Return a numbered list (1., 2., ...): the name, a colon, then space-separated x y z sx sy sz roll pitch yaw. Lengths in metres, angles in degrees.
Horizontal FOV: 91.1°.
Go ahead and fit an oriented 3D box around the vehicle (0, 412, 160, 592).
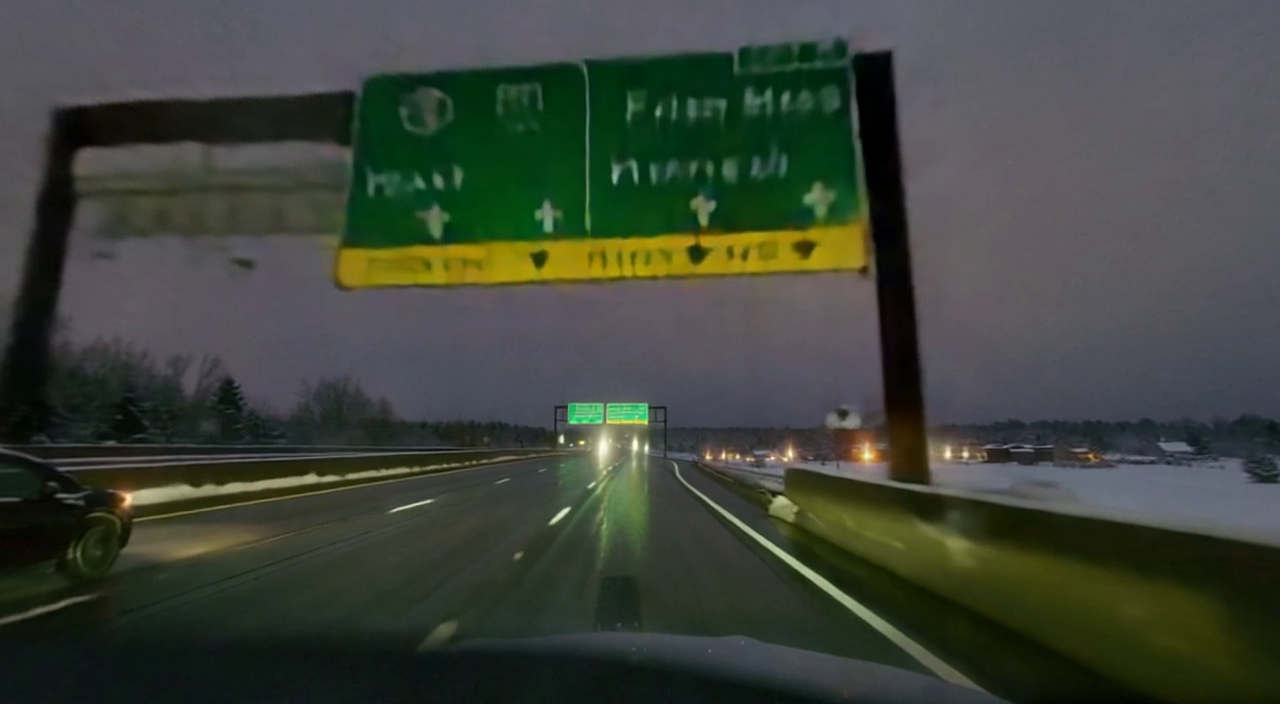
1. vehicle: -6.696 1.270 5.132 2.034 1.578 4.488 0 -9 -1
